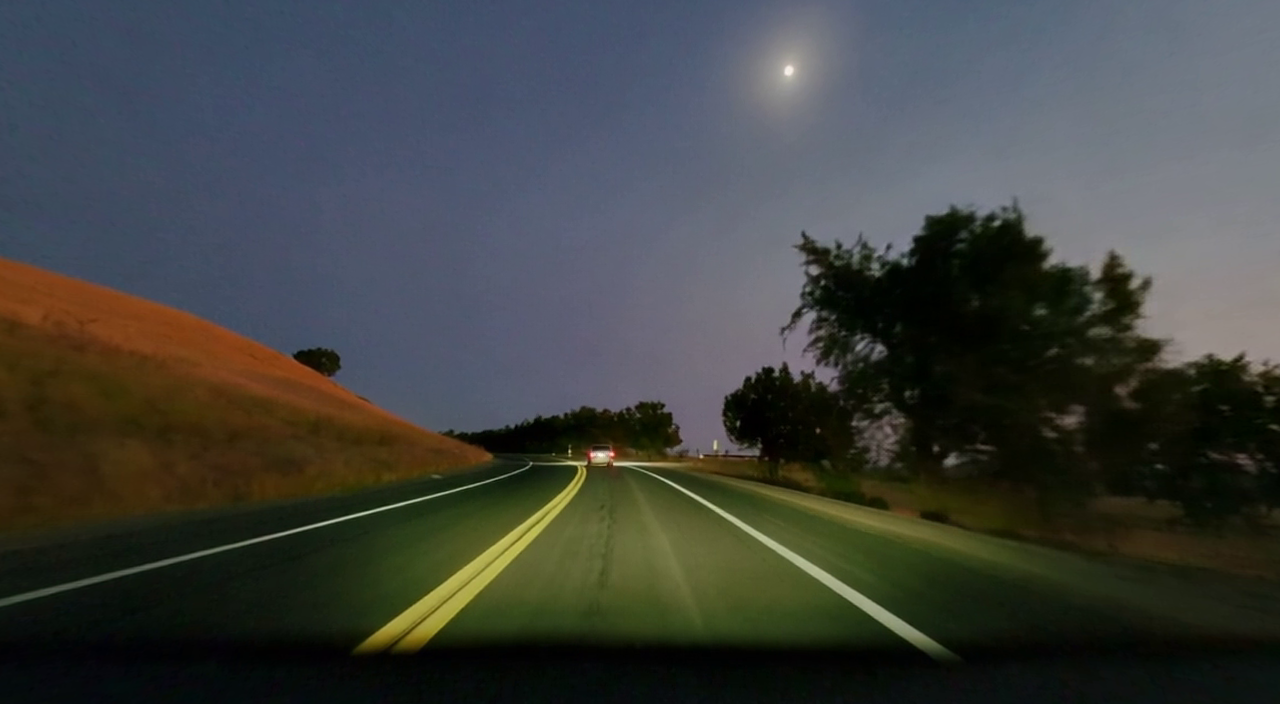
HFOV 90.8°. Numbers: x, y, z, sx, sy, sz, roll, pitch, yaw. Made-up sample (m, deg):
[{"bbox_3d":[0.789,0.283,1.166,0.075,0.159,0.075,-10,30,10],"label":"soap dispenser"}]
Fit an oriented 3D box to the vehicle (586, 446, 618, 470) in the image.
[{"bbox_3d":[-3.010,8.299,49.661,2.195,1.749,4.260,1,-8,-8],"label":"vehicle"}]
